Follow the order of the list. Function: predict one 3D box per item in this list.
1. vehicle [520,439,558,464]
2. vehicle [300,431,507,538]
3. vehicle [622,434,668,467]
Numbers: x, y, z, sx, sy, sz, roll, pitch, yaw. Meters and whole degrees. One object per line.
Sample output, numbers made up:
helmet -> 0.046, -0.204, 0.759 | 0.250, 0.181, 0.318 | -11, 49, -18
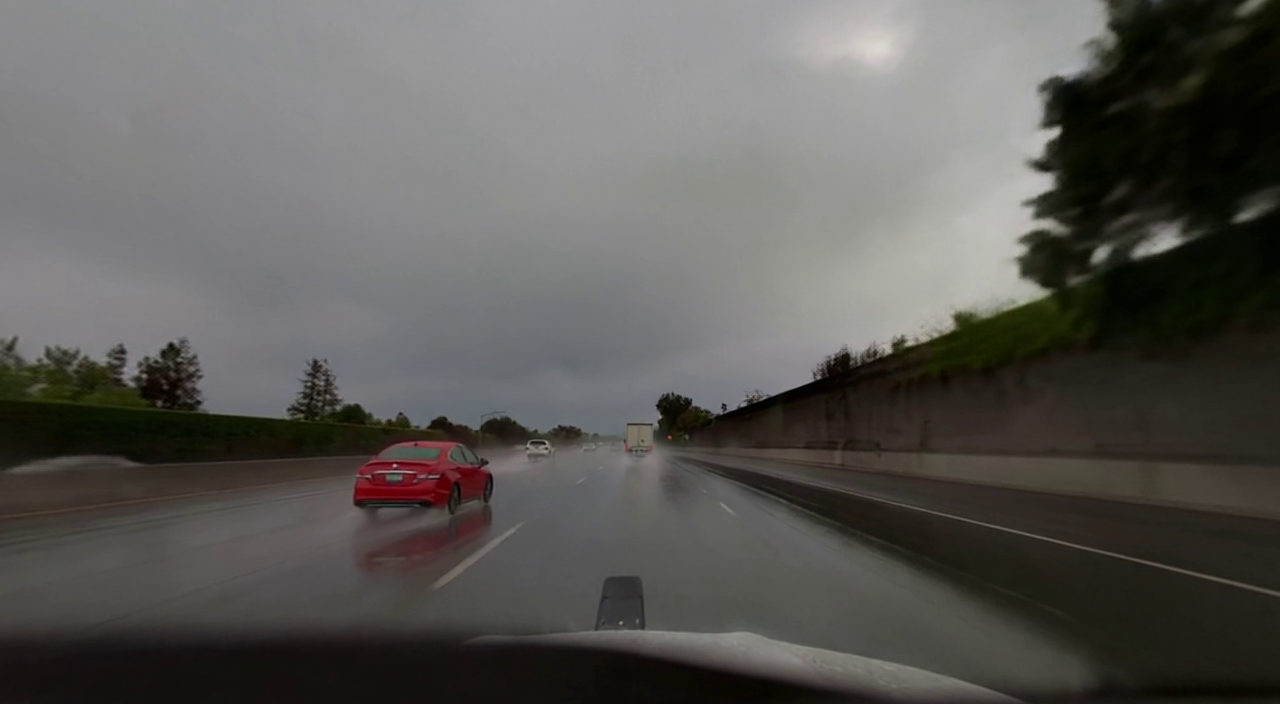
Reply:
vehicle -> -7.499, 7.470, 47.225 | 2.068, 1.757, 4.611 | 0, -8, 0
vehicle -> -3.830, 2.215, 11.192 | 2.000, 1.512, 4.371 | 0, -9, 0
vehicle -> 0.268, 6.469, 41.491 | 2.856, 1.994, 4.931 | 0, -8, -1
